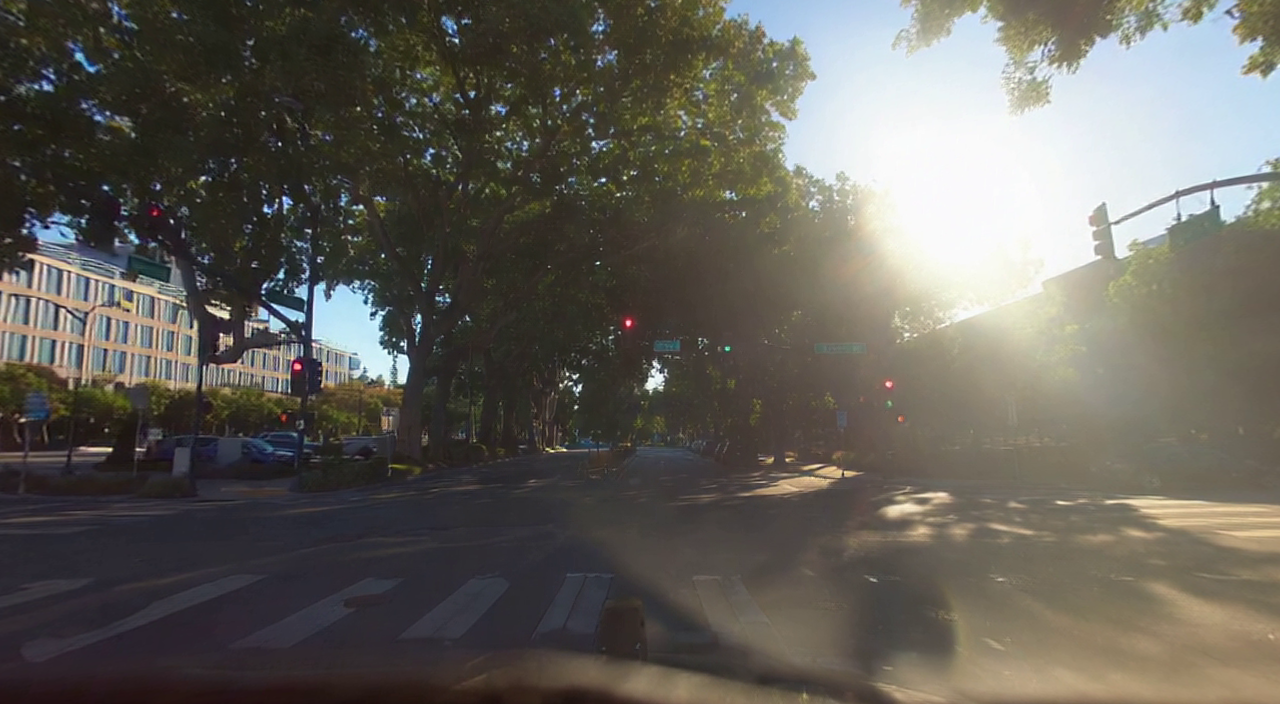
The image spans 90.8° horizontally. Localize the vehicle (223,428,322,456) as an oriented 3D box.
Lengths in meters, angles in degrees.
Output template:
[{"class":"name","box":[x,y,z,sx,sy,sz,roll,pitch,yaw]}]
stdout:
[{"class":"vehicle","box":[-22.406,5.513,38.690,4.765,1.593,1.891,1,-9,-8]}]
